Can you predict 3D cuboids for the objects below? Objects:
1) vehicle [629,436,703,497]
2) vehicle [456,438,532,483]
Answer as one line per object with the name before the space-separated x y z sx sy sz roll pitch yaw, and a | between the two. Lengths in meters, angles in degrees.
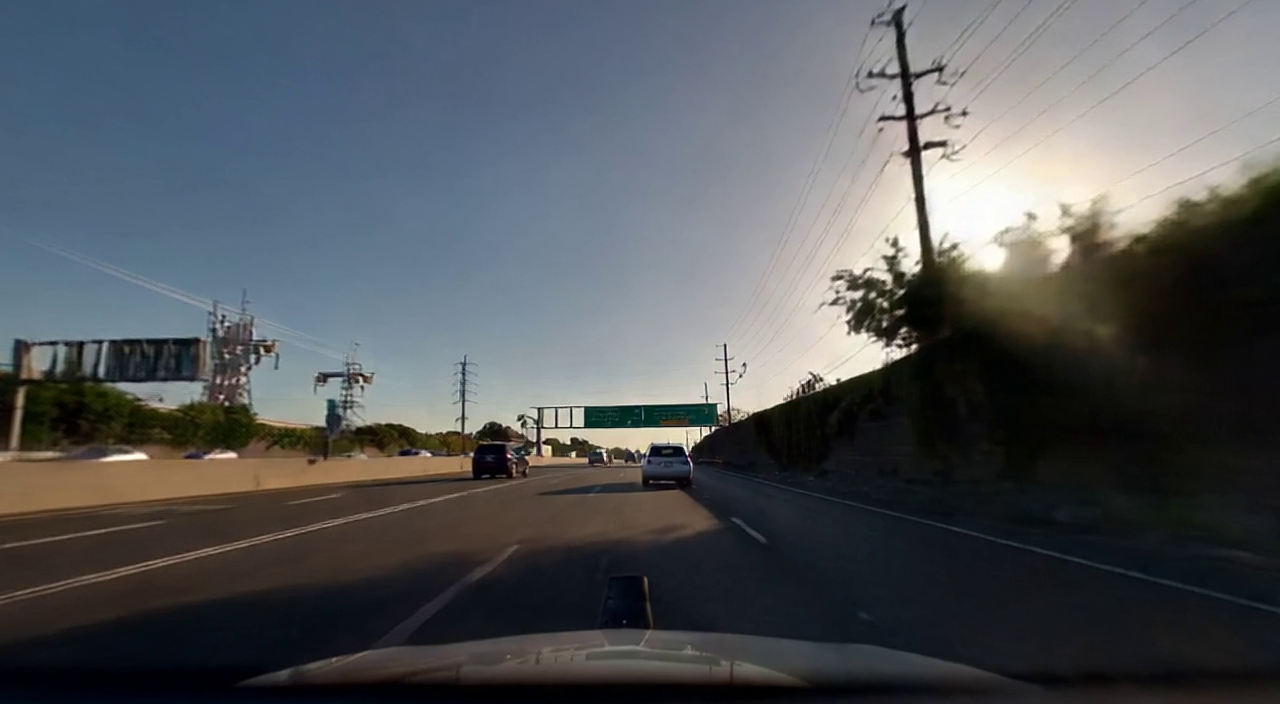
vehicle | 0.776 3.626 20.390 2.134 1.733 4.049 0 -8 0
vehicle | -6.415 4.819 28.355 2.220 1.841 4.516 0 -8 1
